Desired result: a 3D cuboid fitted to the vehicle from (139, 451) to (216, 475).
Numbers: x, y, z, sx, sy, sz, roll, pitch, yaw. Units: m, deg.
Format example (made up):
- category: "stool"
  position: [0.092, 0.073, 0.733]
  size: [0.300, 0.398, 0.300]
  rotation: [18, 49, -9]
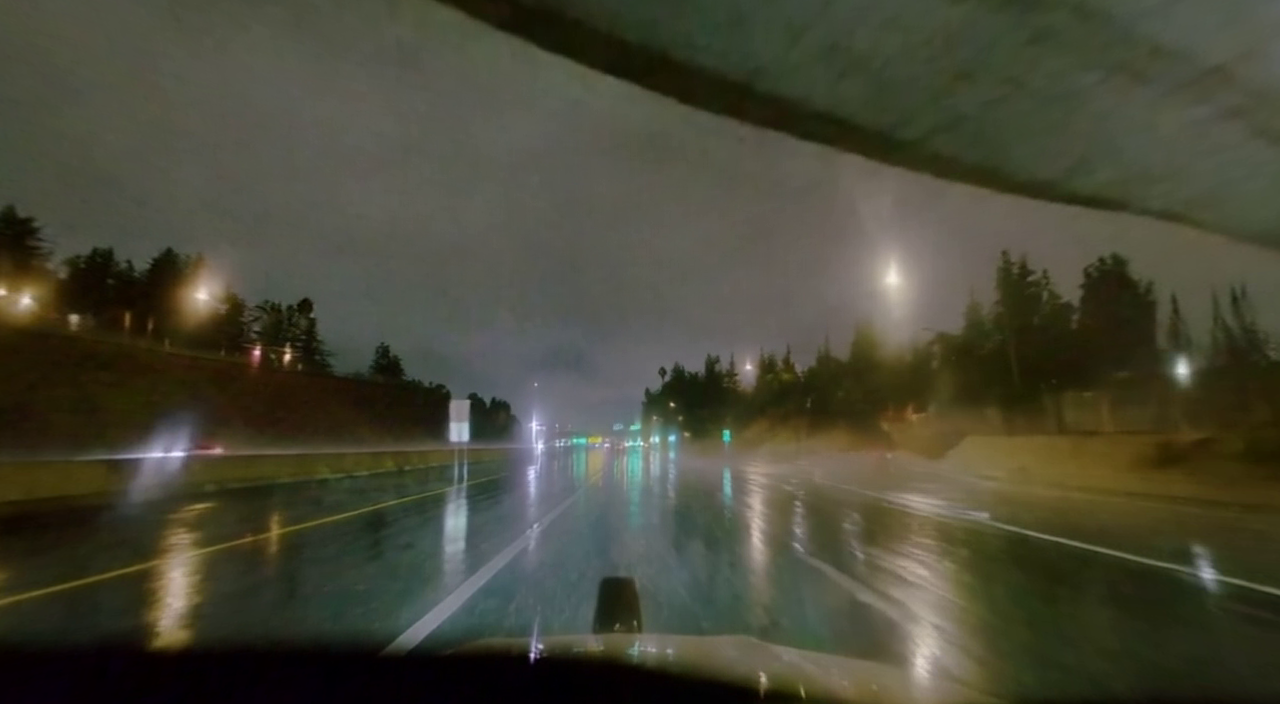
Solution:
- category: "vehicle"
  position: [-31.932, 7.637, 43.841]
  size: [1.831, 1.519, 4.814]
  rotation: [0, -9, -2]
